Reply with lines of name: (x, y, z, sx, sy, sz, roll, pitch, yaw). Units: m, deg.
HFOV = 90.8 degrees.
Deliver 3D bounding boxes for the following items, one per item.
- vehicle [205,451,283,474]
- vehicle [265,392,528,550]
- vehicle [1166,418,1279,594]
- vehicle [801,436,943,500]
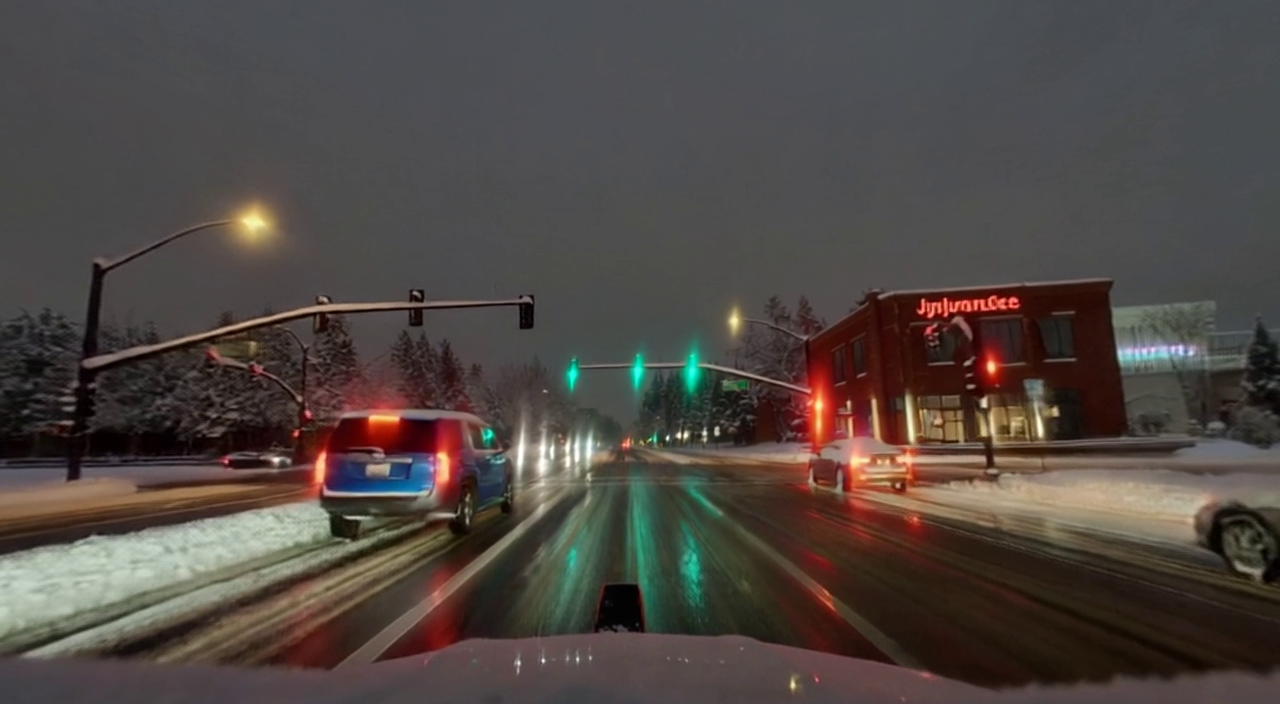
vehicle: (-28.640, 7.968, 45.737, 4.495, 1.473, 1.813, 7, -11, -40)
vehicle: (-3.365, 1.798, 10.163, 2.313, 1.883, 5.016, 0, -8, -1)
vehicle: (6.712, 1.167, 4.288, 2.014, 1.539, 4.852, 0, -8, -1)
vehicle: (6.069, 3.076, 17.274, 1.972, 1.476, 4.775, 0, -8, -2)
